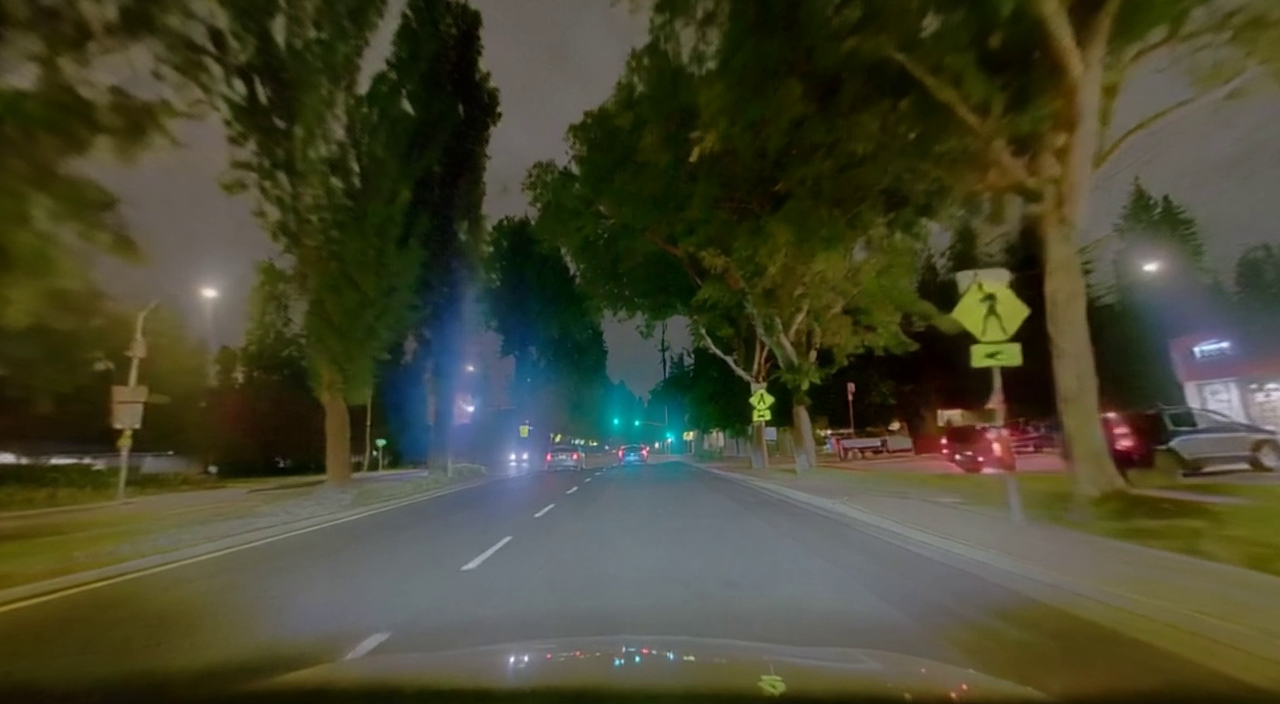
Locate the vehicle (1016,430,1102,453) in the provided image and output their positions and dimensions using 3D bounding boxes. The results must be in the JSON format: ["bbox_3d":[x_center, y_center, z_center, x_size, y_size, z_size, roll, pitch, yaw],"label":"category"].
[{"bbox_3d":[28.261,6.043,42.523,4.444,1.482,1.883,0,-9,-4],"label":"vehicle"}]

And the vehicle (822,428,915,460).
[{"bbox_3d":[15.205,6.162,42.143,5.230,2.007,2.410,0,-9,1],"label":"vehicle"}]

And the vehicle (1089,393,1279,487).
[{"bbox_3d":[12.532,1.814,13.817,4.442,1.752,2.008,1,-2,-16],"label":"vehicle"}]

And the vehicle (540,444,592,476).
[{"bbox_3d":[-3.626,5.384,31.613,2.083,1.460,4.527,0,-8,-1],"label":"vehicle"}]

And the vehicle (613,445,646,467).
[{"bbox_3d":[-0.746,7.283,44.176,2.187,1.478,4.138,0,-8,-1],"label":"vehicle"}]

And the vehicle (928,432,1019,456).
[{"bbox_3d":[22.381,6.198,42.368,5.025,1.532,1.958,0,-9,-1],"label":"vehicle"}]
